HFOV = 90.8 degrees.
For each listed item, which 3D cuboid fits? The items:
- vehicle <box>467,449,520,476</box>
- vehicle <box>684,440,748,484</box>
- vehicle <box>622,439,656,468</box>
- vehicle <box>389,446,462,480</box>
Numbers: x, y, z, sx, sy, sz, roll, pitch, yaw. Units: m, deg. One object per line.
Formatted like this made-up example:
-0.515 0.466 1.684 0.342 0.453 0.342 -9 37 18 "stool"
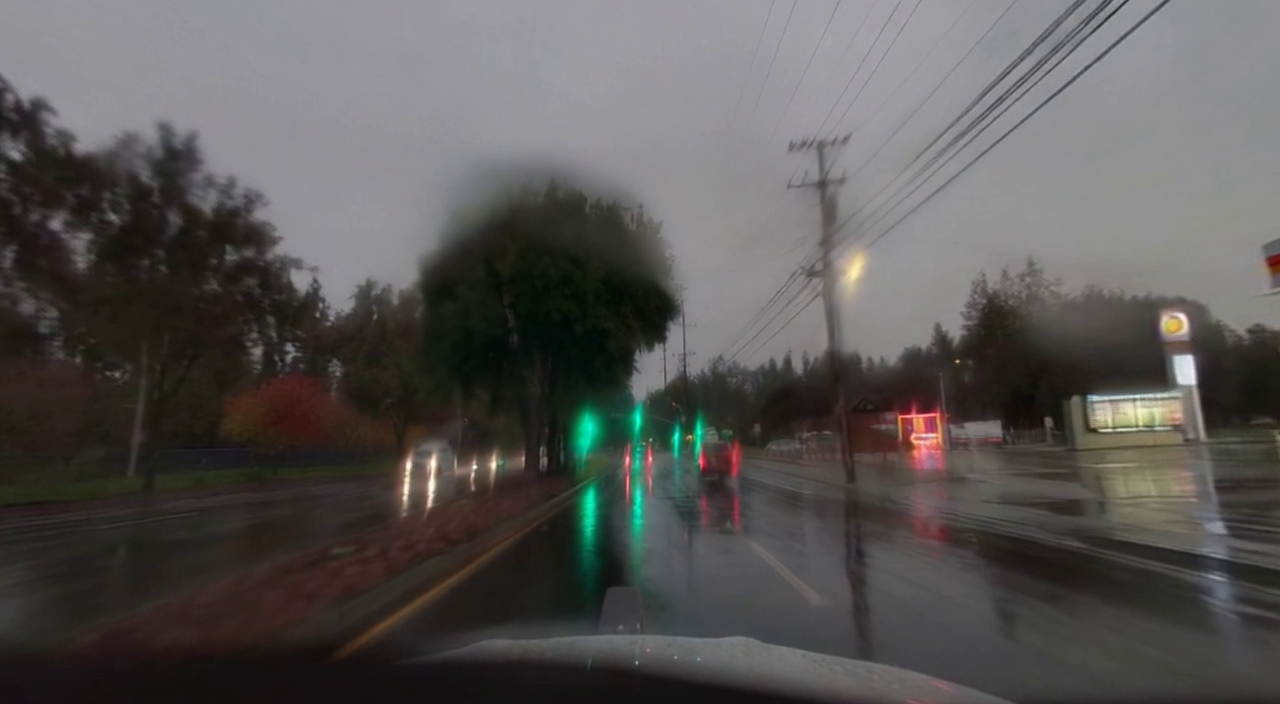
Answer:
-8.724 6.599 38.045 2.180 1.484 4.612 -1 -8 -1 "vehicle"
3.022 4.457 25.957 1.990 1.592 4.294 -1 -8 -1 "vehicle"
-0.105 6.859 42.970 2.163 1.825 4.073 -1 -8 -1 "vehicle"
-12.922 6.670 38.521 2.415 1.828 5.778 -1 -8 0 "vehicle"
